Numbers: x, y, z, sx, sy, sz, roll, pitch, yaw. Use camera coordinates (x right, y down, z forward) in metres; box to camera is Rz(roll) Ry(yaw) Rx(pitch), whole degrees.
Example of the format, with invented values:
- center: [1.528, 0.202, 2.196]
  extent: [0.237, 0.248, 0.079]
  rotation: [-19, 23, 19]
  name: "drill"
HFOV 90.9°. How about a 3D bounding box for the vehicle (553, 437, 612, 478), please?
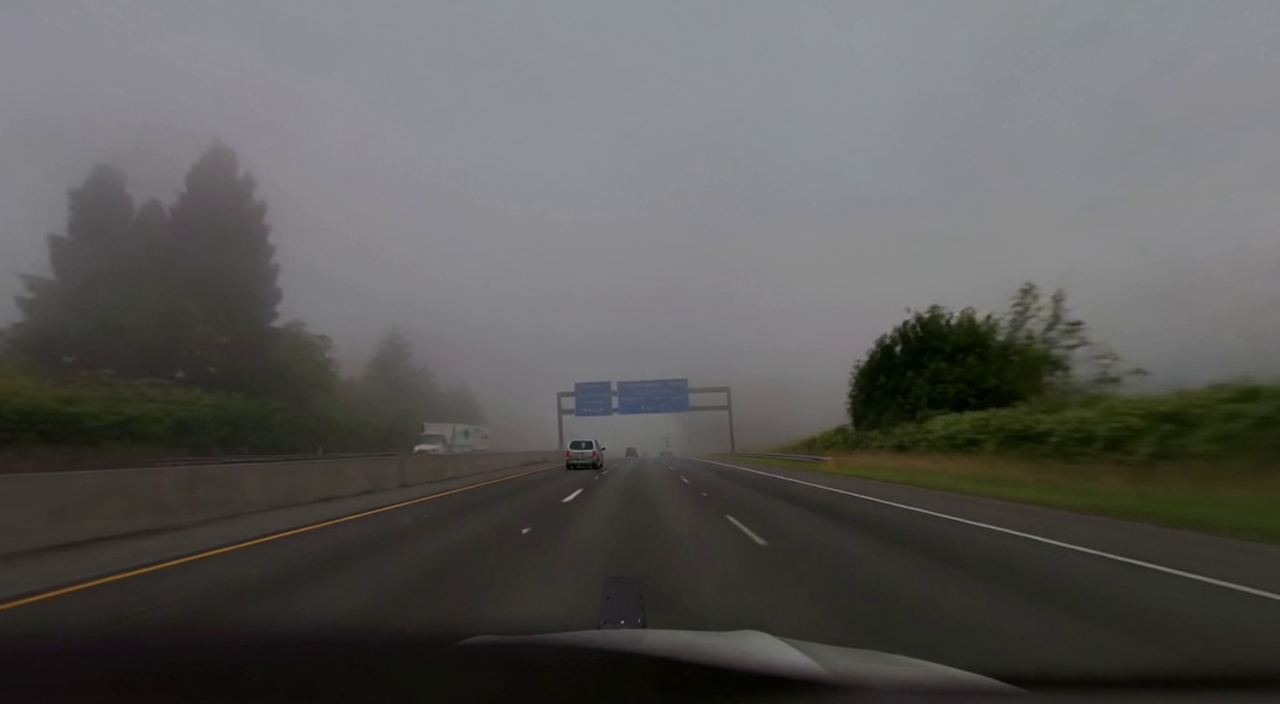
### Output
- center: [-2.460, 4.677, 28.119]
  extent: [2.183, 1.662, 3.968]
  rotation: [0, -9, 1]
  name: "vehicle"
